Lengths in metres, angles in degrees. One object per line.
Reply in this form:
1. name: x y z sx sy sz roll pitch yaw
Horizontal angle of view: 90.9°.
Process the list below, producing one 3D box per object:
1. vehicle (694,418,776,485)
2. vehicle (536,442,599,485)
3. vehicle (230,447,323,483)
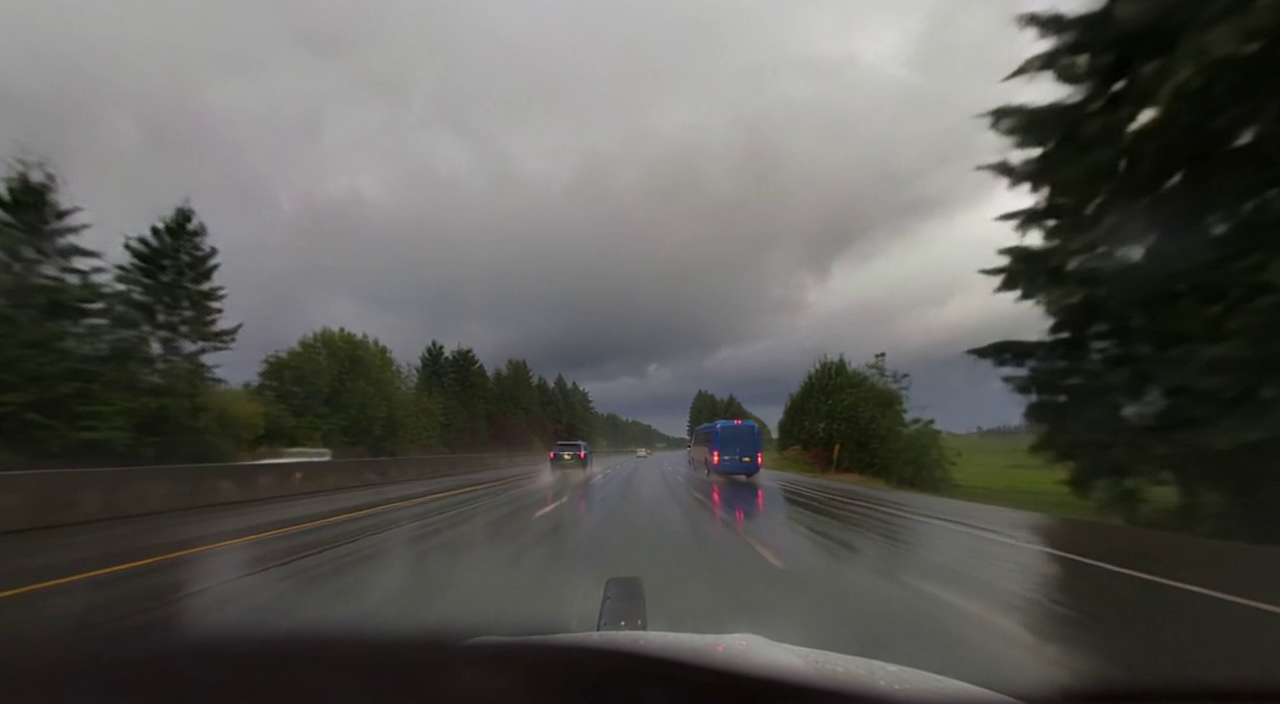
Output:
1. vehicle: 4.040 4.464 28.330 2.614 2.655 6.429 0 -9 -1
2. vehicle: -2.938 4.664 26.677 2.020 1.619 4.690 0 -9 1
3. vehicle: -20.808 6.469 36.390 2.260 1.868 5.177 0 -9 0
